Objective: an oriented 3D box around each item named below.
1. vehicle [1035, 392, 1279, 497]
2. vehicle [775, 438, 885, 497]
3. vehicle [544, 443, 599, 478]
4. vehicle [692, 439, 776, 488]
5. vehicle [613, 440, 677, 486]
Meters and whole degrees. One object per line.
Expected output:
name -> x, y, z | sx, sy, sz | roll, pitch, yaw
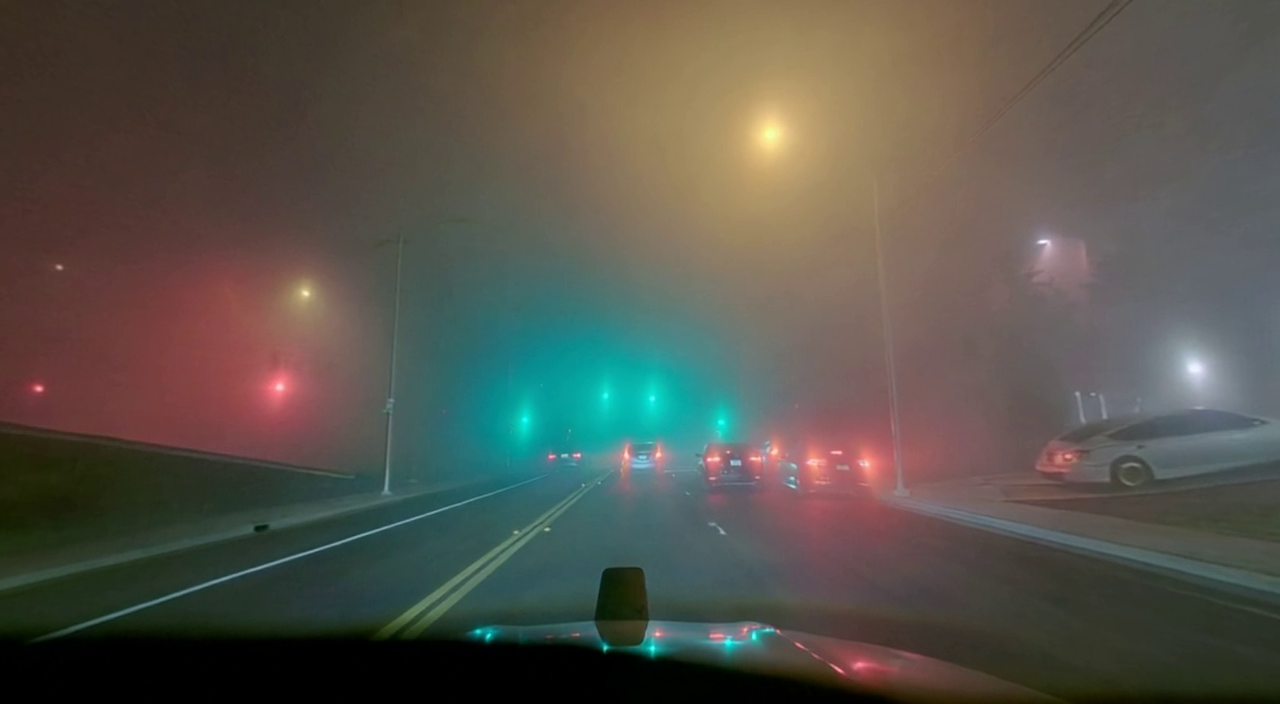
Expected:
vehicle -> 13.740, 2.233, 15.803 | 5.929, 1.970, 2.381 | -5, -8, -1
vehicle -> 5.840, 3.586, 20.094 | 2.011, 1.620, 4.694 | 0, -8, 0
vehicle -> -3.123, 5.058, 29.631 | 2.012, 1.505, 4.205 | -1, -8, 2
vehicle -> 3.094, 3.790, 21.764 | 2.158, 1.483, 4.415 | 0, -8, -1
vehicle -> 0.172, 3.935, 22.768 | 2.101, 1.467, 4.210 | 0, -8, 0
